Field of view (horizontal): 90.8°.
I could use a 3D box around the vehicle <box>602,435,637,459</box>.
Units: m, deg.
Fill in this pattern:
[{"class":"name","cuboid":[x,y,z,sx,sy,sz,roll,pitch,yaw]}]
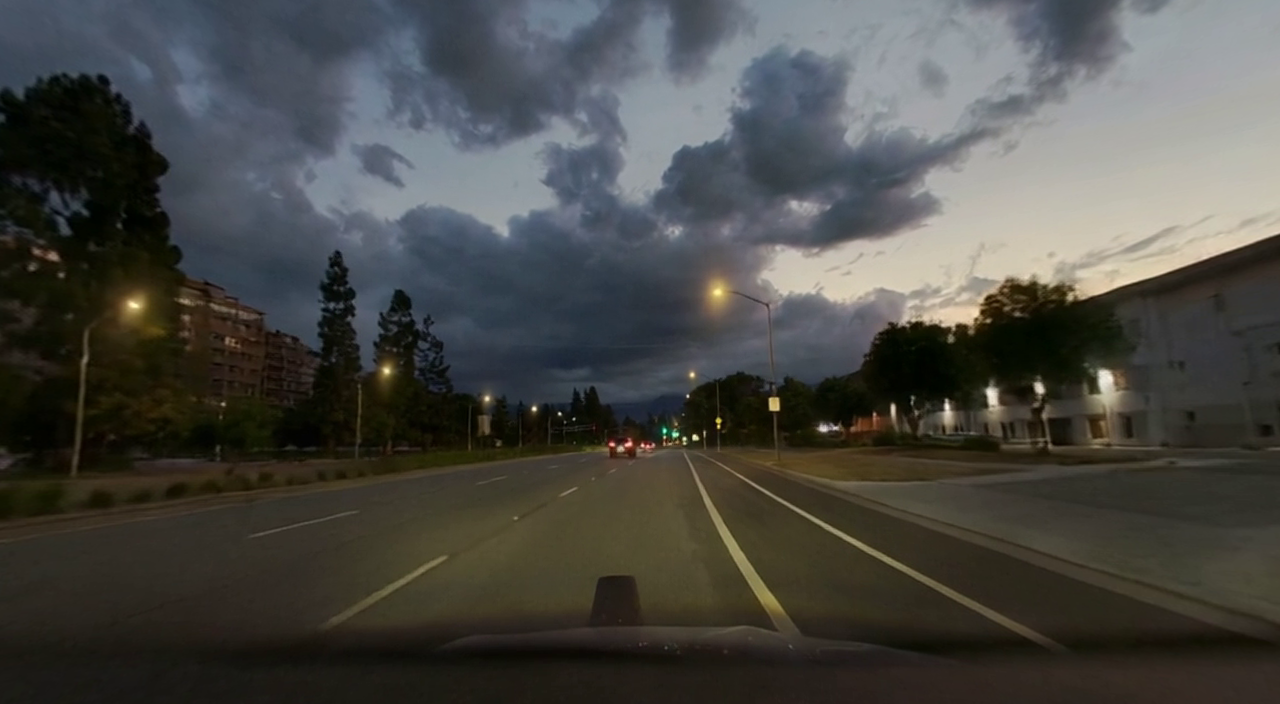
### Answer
[{"class":"vehicle","cuboid":[-1.379,6.760,44.983,2.121,1.654,3.993,-1,-8,4]}]
